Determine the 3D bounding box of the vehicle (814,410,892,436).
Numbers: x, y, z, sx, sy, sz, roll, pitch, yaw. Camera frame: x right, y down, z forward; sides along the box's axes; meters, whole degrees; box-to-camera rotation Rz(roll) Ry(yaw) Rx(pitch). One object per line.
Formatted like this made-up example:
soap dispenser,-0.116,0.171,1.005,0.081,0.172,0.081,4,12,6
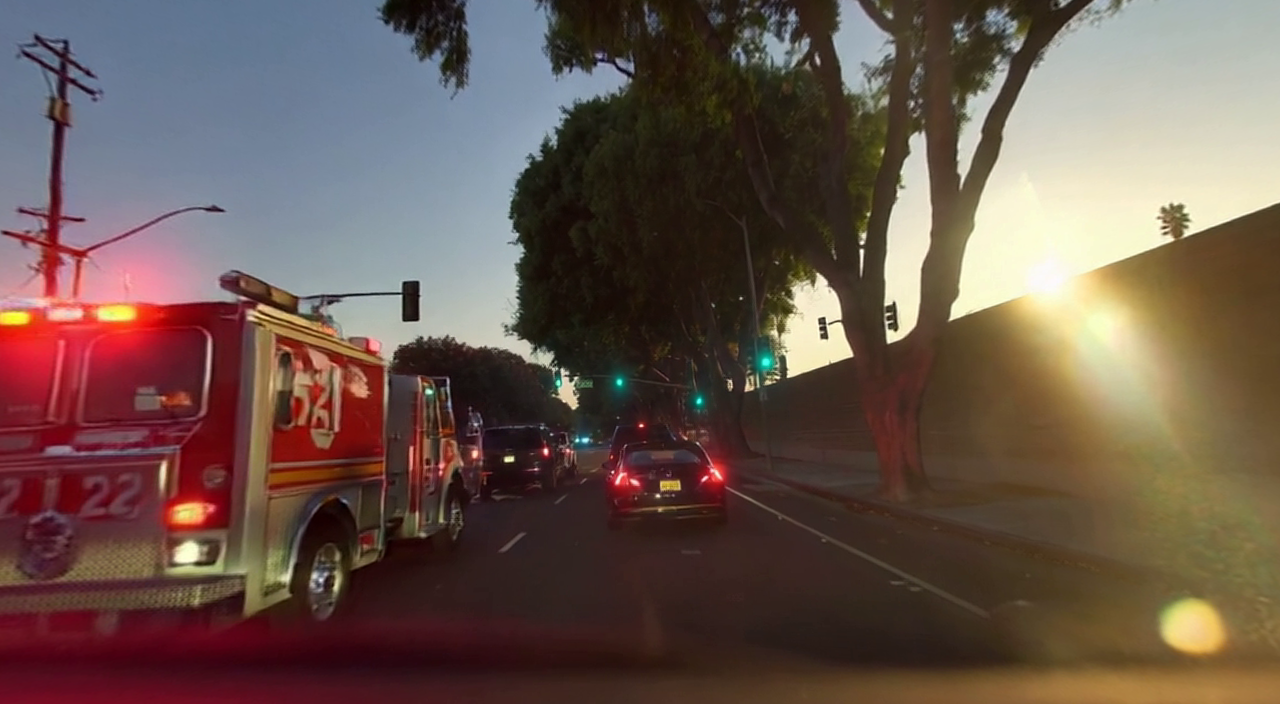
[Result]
vehicle,14.379,4.826,42.741,4.528,1.704,2.073,1,-9,-12

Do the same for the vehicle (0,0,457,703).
vehicle,-3.718,-0.332,0.543,3.631,3.655,12.773,0,-8,-1

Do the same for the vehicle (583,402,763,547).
vehicle,0.247,1.932,10.664,2.332,1.831,4.930,0,-8,-4
